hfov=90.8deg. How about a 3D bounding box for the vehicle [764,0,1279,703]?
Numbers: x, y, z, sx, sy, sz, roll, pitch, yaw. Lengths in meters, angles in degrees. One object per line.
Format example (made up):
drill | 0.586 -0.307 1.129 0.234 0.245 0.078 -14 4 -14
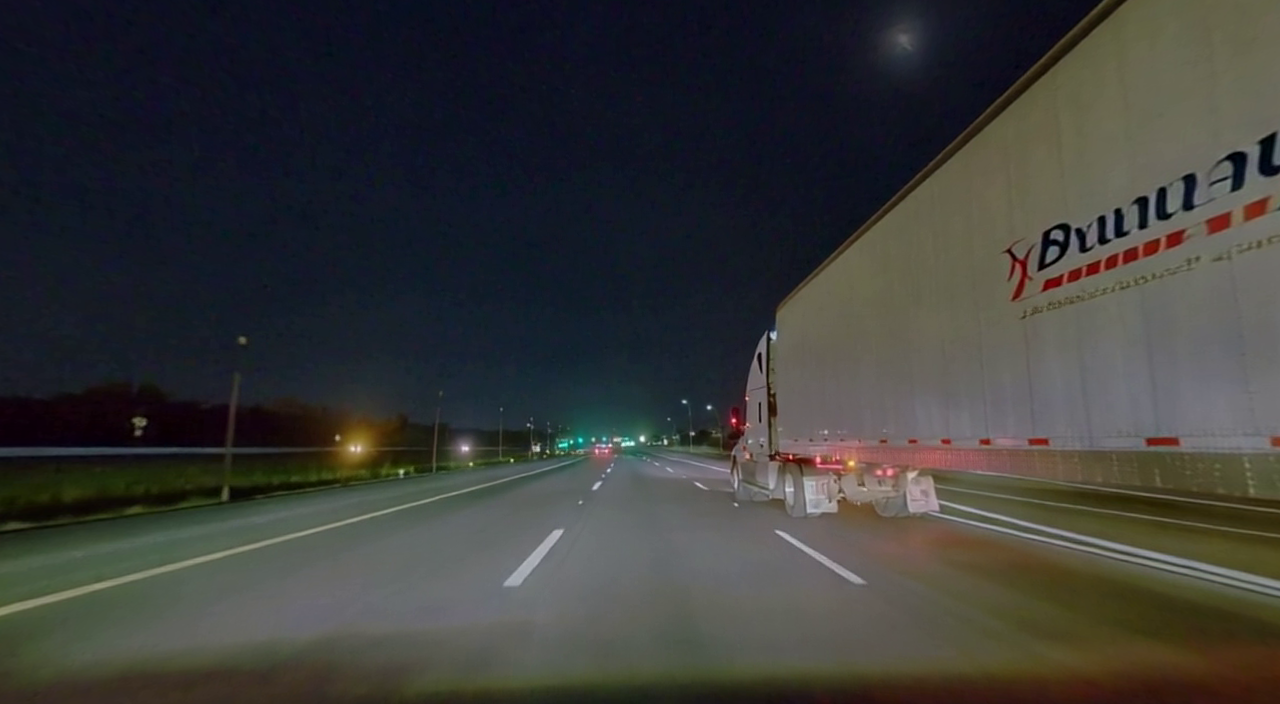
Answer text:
vehicle | 3.990 0.199 5.939 2.962 4.132 12.720 0 -8 0
